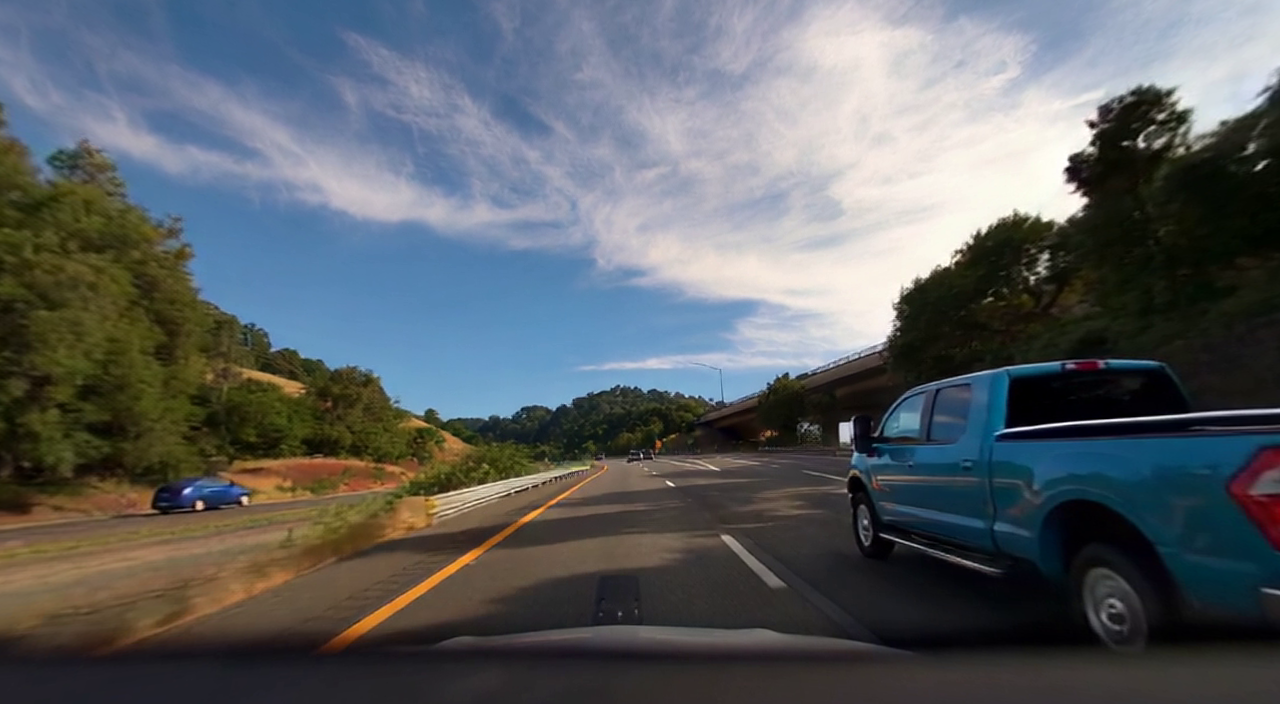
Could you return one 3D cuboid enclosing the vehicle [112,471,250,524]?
[{"bbox_3d":[-22.290,7.044,31.096,2.573,1.976,5.651,-2,-8,0],"label":"vehicle"}]
